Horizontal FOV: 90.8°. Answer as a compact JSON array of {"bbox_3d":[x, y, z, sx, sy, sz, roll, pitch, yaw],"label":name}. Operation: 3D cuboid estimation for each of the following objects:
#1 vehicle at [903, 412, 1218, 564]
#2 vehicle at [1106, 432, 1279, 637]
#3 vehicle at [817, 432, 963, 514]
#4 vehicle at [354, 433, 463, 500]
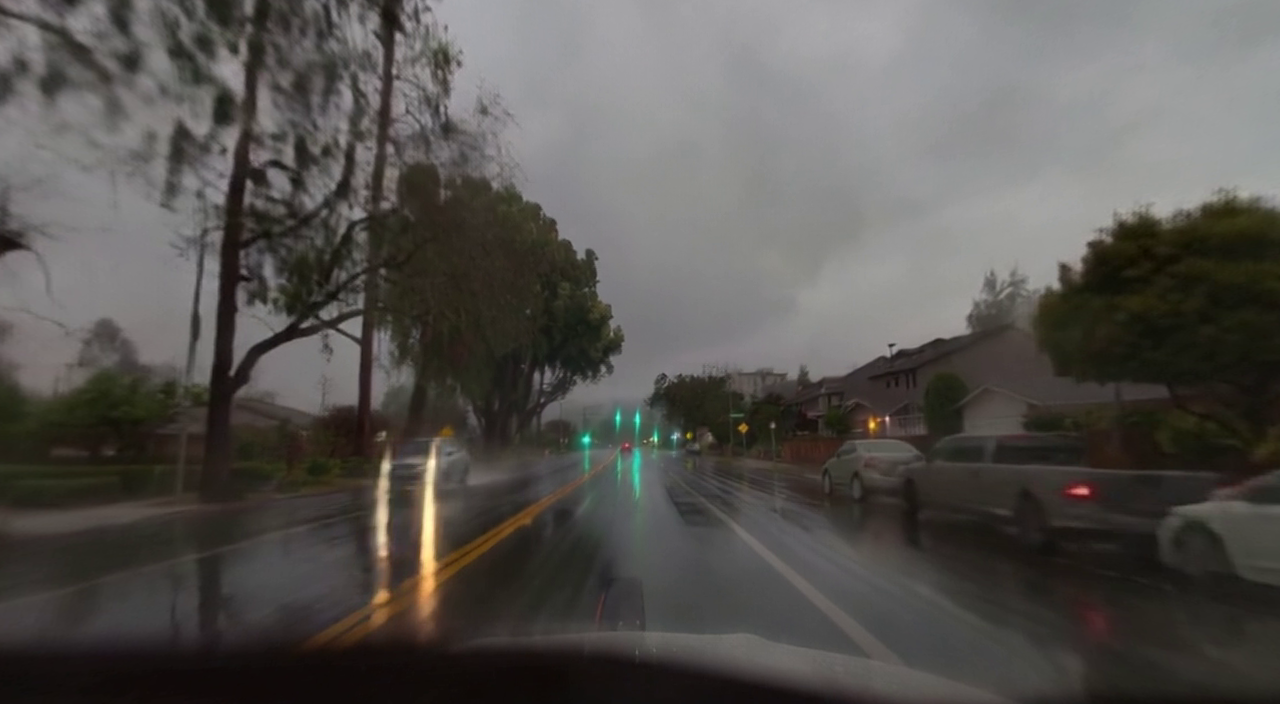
[{"bbox_3d":[6.551,2.139,10.733,2.120,1.986,4.543,0,-8,-1],"label":"vehicle"},{"bbox_3d":[6.434,1.457,4.873,2.226,1.682,4.461,0,-8,0],"label":"vehicle"},{"bbox_3d":[6.452,3.144,16.928,2.108,1.897,4.180,0,-8,-1],"label":"vehicle"},{"bbox_3d":[-7.078,3.515,19.774,1.907,1.860,3.840,0,-8,0],"label":"vehicle"}]
